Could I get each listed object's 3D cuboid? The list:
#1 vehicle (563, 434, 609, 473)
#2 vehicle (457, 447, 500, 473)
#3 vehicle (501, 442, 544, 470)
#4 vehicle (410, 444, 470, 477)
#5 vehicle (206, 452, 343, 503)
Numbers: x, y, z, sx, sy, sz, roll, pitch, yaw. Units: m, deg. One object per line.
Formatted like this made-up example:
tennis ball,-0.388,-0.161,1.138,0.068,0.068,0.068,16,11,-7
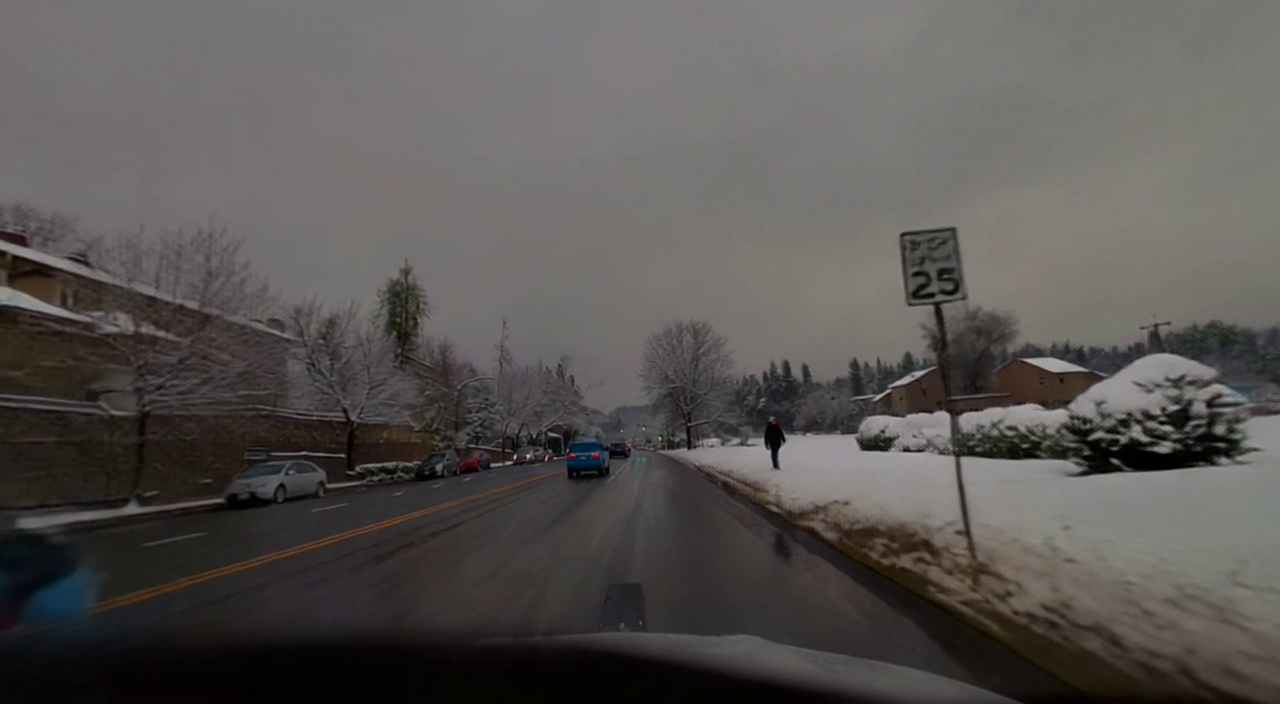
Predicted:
vehicle,-2.698,5.192,32.343,1.908,1.809,4.230,-1,-8,2
vehicle,-11.623,7.779,45.446,1.910,1.462,4.581,-4,-7,-1
vehicle,-8.441,7.515,45.531,2.019,1.907,4.697,-1,-8,2
vehicle,-11.675,6.324,36.961,1.904,1.728,4.997,1,-8,-1
vehicle,-12.187,4.180,21.375,1.887,1.469,4.691,-1,-9,-1
